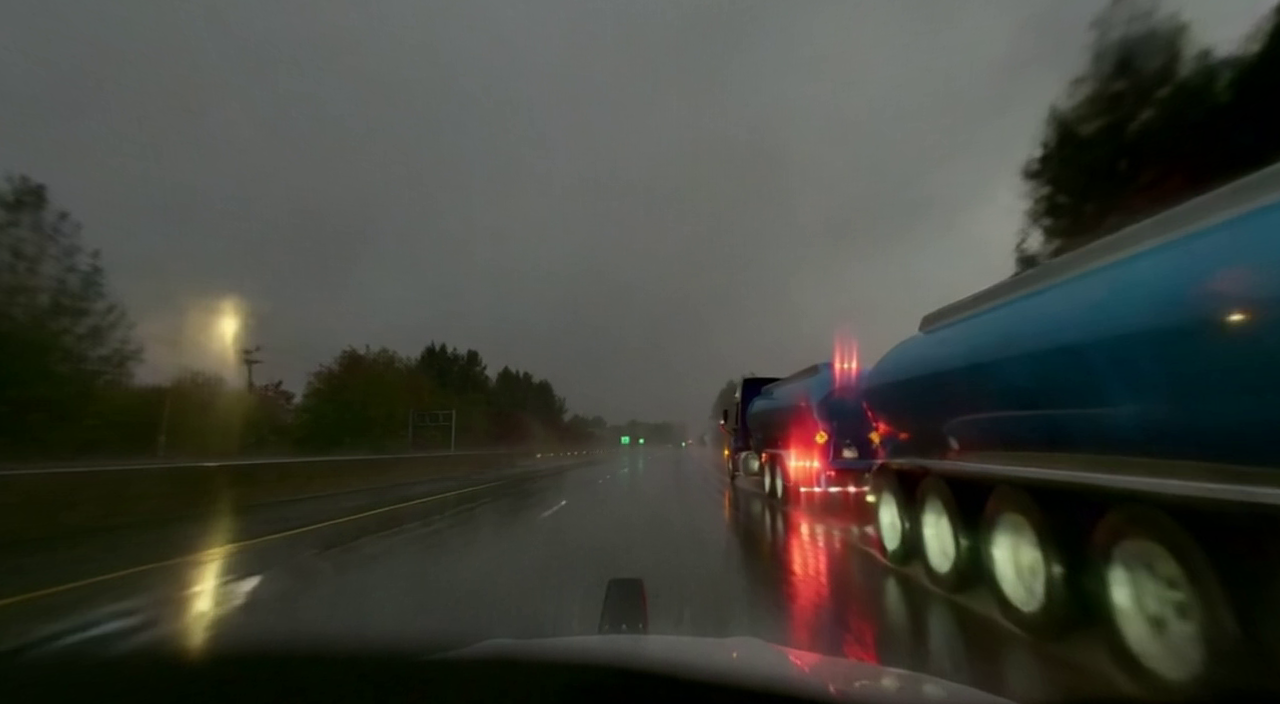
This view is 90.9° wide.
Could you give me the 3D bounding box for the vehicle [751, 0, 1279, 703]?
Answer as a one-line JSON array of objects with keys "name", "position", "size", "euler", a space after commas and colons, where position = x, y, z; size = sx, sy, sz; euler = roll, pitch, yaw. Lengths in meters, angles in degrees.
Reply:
[{"name": "vehicle", "position": [4.145, 0.890, 8.237], "size": [2.880, 3.624, 14.397], "euler": [-1, -8, 0]}]
